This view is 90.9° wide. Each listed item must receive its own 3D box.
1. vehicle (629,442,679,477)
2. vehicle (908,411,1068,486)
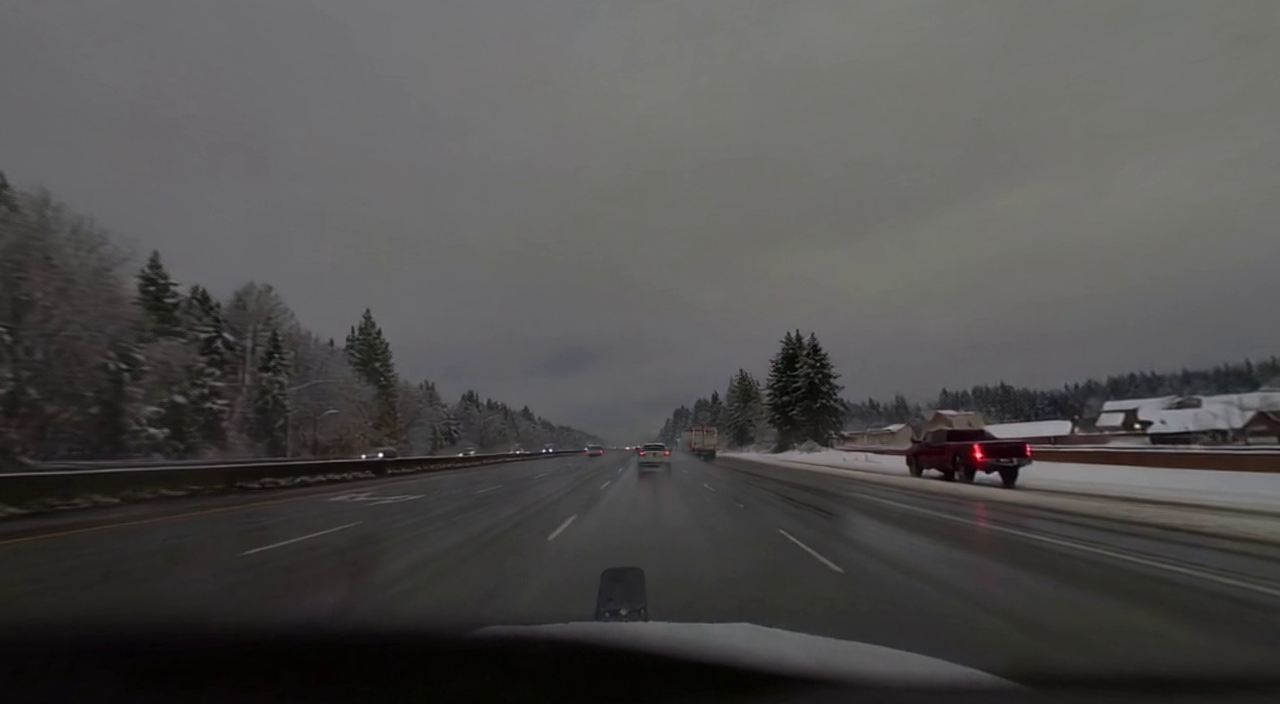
[{"bbox_3d":[0.601,4.907,29.152,2.112,1.482,4.082,0,-8,0],"label":"vehicle"},{"bbox_3d":[12.607,3.563,23.537,2.336,2.415,6.056,0,-8,-2],"label":"vehicle"}]
